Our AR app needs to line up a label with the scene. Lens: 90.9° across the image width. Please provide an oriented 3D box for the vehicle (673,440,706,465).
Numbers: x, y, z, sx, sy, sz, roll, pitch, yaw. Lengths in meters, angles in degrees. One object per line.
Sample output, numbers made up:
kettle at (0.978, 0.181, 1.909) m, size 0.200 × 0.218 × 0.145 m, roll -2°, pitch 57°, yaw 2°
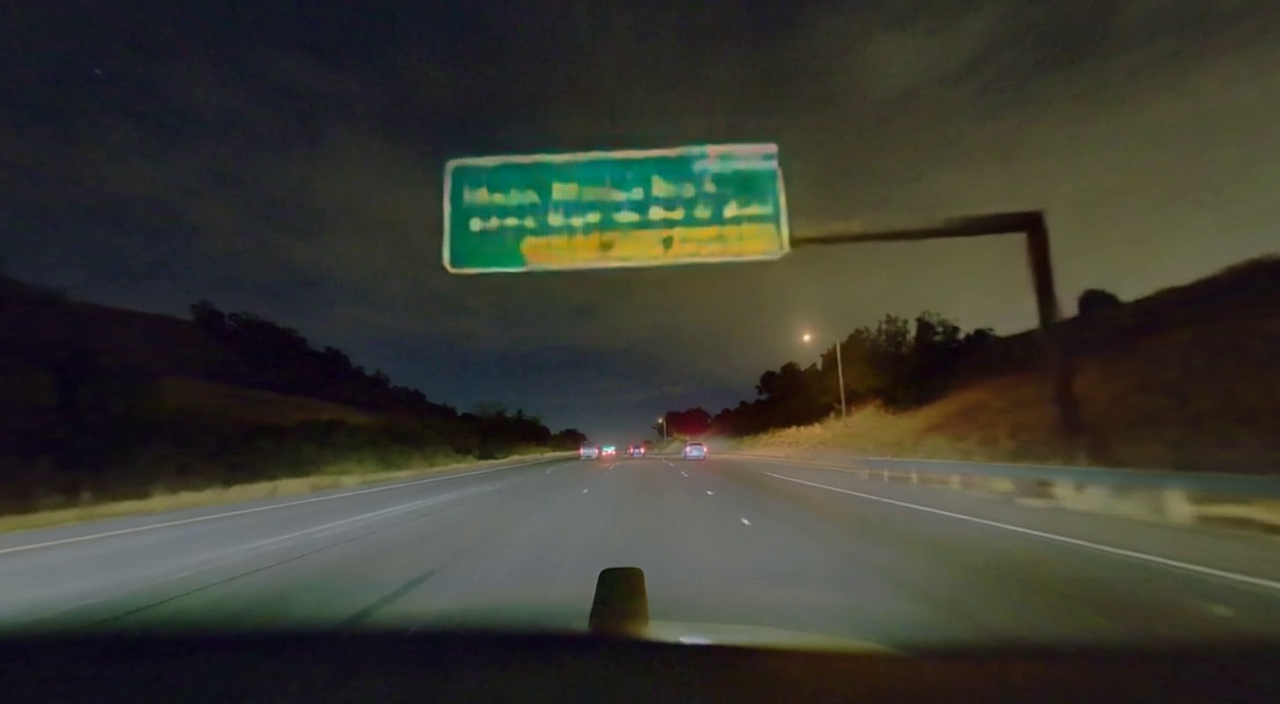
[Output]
vehicle at (3.693, 7.526, 47.324) m, size 1.995 × 1.712 × 4.206 m, roll 0°, pitch -8°, yaw -2°
